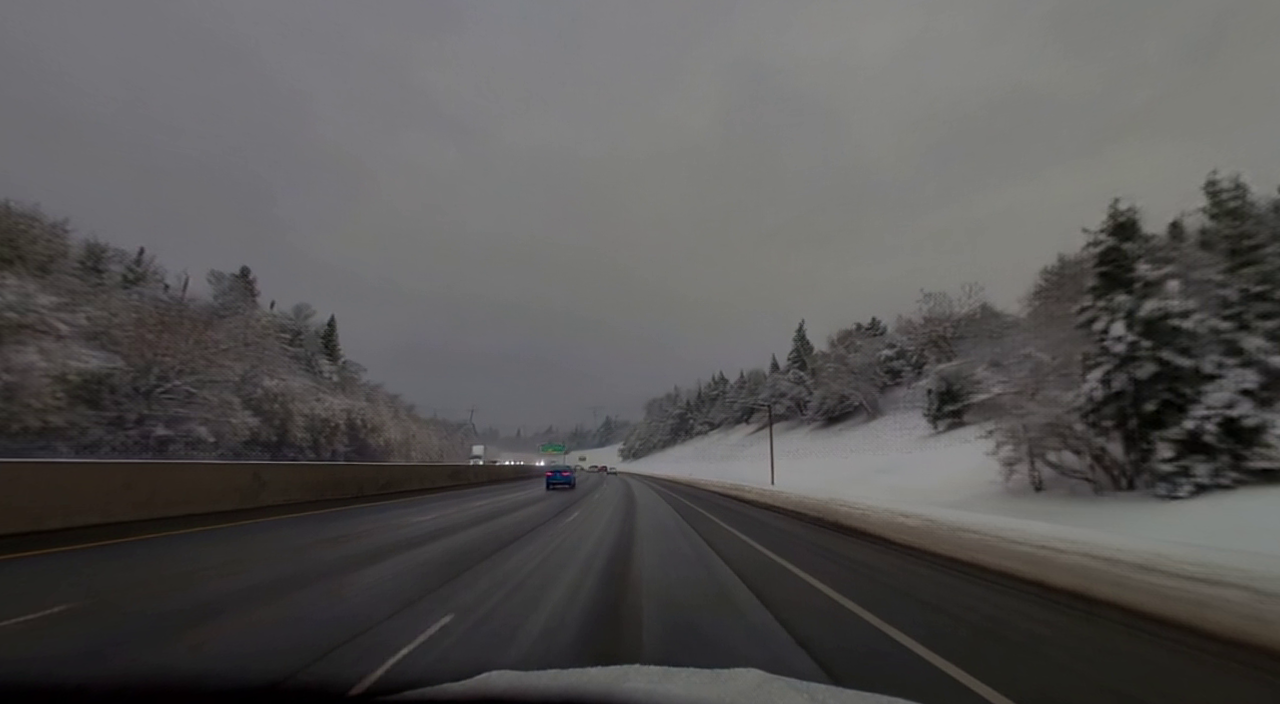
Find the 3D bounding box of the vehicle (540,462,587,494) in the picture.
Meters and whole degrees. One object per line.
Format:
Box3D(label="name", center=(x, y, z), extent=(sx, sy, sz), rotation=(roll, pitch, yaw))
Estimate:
Box3D(label="vehicle", center=(-4.437, 7.365, 37.072), extent=(2.194, 1.704, 4.421), rotation=(1, -10, 0))
